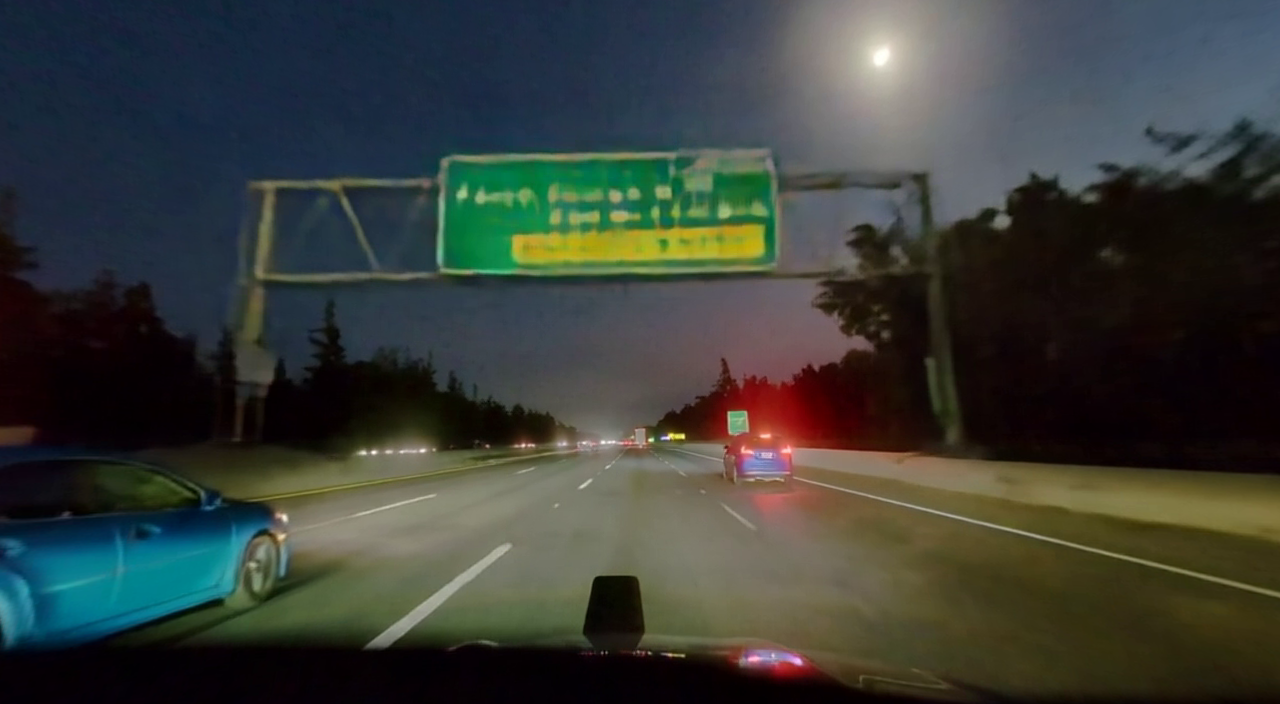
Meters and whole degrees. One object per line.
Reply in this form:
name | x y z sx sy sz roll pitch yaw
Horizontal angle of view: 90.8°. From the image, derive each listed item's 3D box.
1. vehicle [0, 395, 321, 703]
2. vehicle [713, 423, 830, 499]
vehicle | -3.998 1.050 3.265 2.118 1.573 4.940 0 -9 0
vehicle | 3.225 2.779 16.396 2.053 1.714 4.097 0 -9 -1
